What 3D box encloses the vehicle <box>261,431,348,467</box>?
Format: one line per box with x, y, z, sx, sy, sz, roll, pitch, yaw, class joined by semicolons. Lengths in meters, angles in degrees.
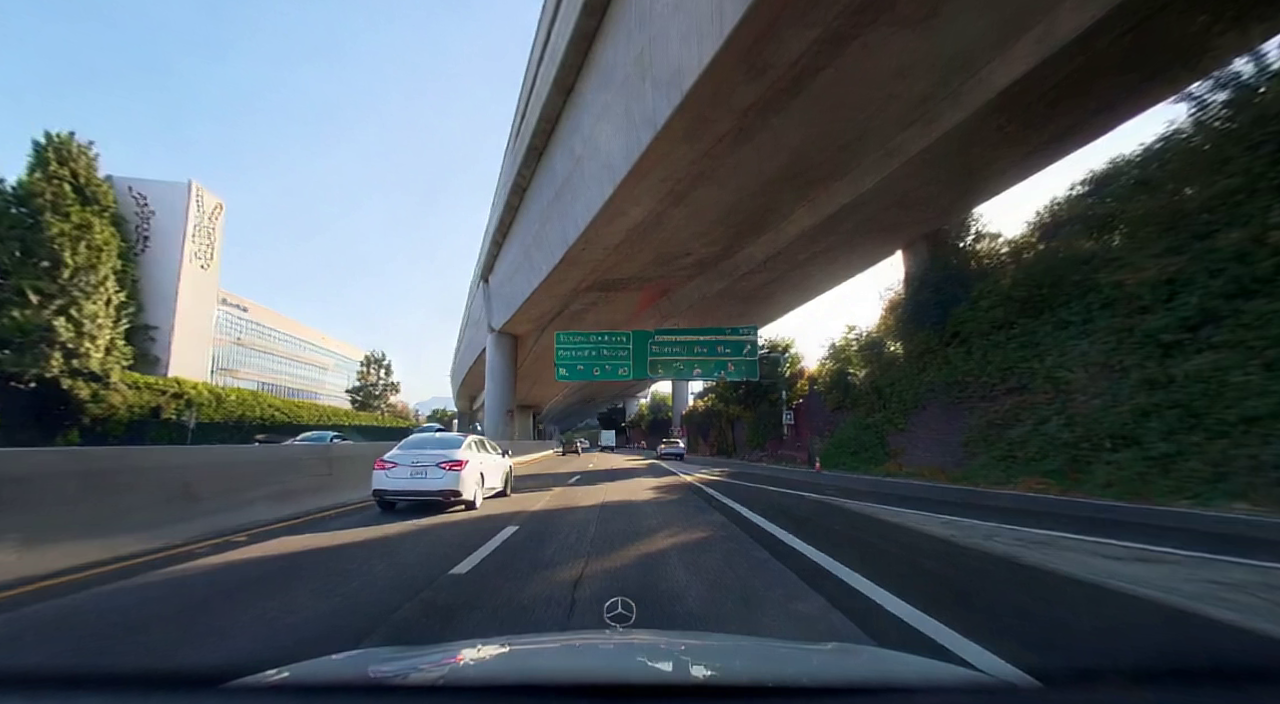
-17.664;5.141;33.472;2.018;1.727;5.065;0;-8;-2;vehicle

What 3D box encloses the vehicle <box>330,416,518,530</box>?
-3.788;2.191;12.036;2.080;1.733;4.410;0;-8;-1;vehicle
